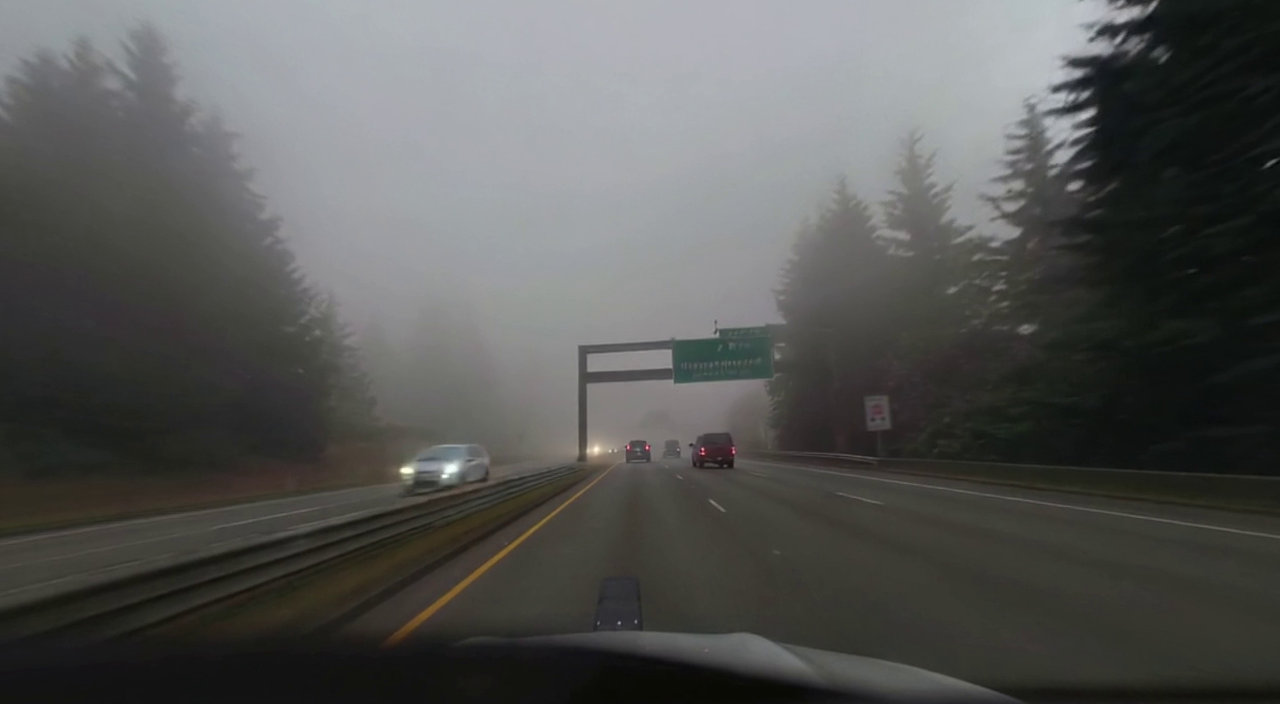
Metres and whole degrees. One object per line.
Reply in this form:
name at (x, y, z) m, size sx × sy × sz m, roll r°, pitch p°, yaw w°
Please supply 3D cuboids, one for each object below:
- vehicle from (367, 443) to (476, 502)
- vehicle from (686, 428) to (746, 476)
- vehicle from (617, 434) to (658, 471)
vehicle at (-6.959, 3.855, 20.565) m, size 2.046 × 1.696 × 4.276 m, roll 0°, pitch -9°, yaw 0°
vehicle at (3.366, 4.547, 28.796) m, size 1.981 × 1.984 × 4.623 m, roll 0°, pitch -9°, yaw -2°
vehicle at (-0.156, 5.713, 35.760) m, size 2.192 × 1.912 × 4.524 m, roll 0°, pitch -9°, yaw 0°
